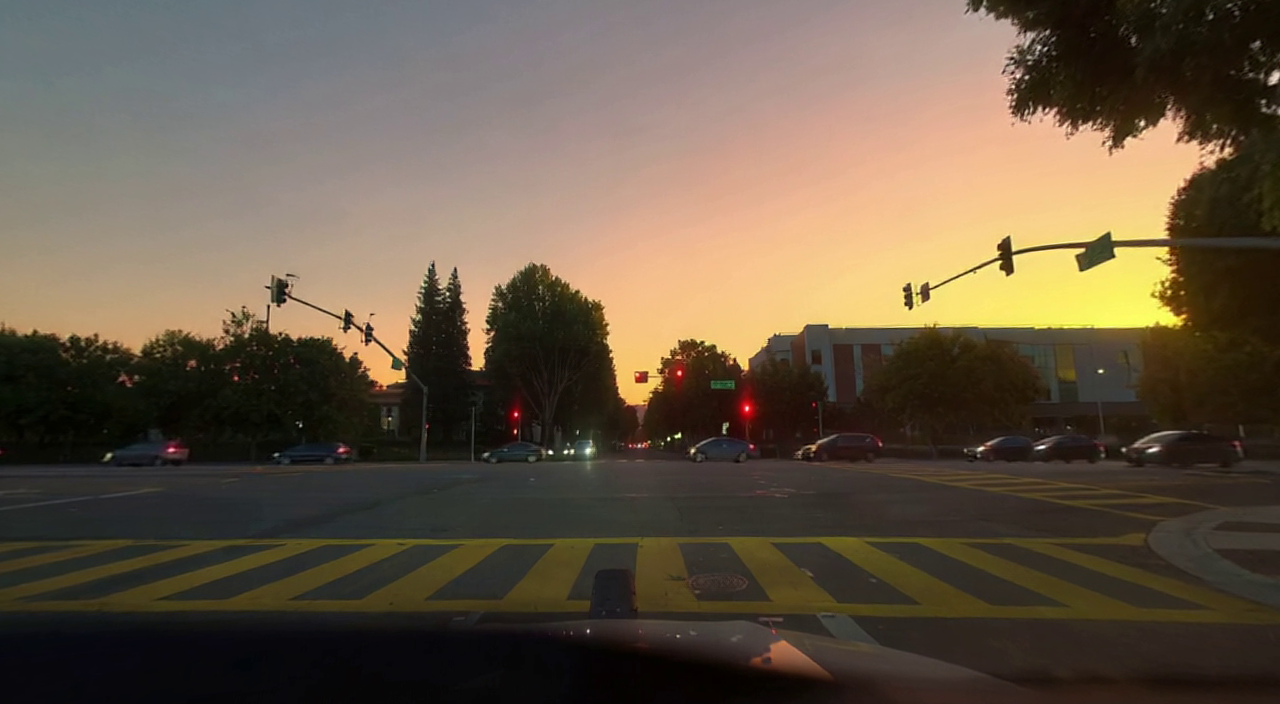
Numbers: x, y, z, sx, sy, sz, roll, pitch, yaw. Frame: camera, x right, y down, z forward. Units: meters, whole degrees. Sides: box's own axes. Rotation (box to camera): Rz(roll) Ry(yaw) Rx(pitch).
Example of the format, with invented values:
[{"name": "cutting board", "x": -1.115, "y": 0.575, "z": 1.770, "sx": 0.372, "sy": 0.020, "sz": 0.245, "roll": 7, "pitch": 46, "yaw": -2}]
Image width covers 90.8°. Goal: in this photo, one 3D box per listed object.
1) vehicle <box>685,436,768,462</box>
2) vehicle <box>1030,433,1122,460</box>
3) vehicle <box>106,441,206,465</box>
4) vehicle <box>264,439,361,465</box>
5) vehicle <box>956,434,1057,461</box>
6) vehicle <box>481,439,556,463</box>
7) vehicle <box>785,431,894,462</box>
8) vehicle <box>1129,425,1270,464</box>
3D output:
[{"name": "vehicle", "x": 4.964, "y": 5.640, "z": 36.752, "sx": 4.519, "sy": 1.476, "sz": 1.767, "roll": 0, "pitch": -9, "yaw": 0}, {"name": "vehicle", "x": 27.927, "y": 6.064, "z": 40.547, "sx": 4.488, "sy": 1.667, "sz": 1.869, "roll": 0, "pitch": -9, "yaw": 0}, {"name": "vehicle", "x": -30.793, "y": 6.424, "z": 40.299, "sx": 4.759, "sy": 1.445, "sz": 1.865, "roll": 0, "pitch": -9, "yaw": 0}, {"name": "vehicle", "x": -18.962, "y": 5.790, "z": 36.682, "sx": 4.631, "sy": 1.435, "sz": 1.715, "roll": 0, "pitch": -9, "yaw": 0}, {"name": "vehicle", "x": 21.399, "y": 5.596, "z": 36.997, "sx": 4.724, "sy": 1.452, "sz": 1.870, "roll": 0, "pitch": -9, "yaw": 0}, {"name": "vehicle", "x": -7.724, "y": 6.311, "z": 40.372, "sx": 4.443, "sy": 1.472, "sz": 1.794, "roll": 0, "pitch": -9, "yaw": 0}, {"name": "vehicle", "x": 12.497, "y": 5.970, "z": 39.973, "sx": 6.133, "sy": 1.833, "sz": 2.155, "roll": 0, "pitch": -9, "yaw": 0}, {"name": "vehicle", "x": 26.870, "y": 4.483, "z": 30.473, "sx": 4.662, "sy": 1.764, "sz": 2.064, "roll": -1, "pitch": -9, "yaw": 2}]
